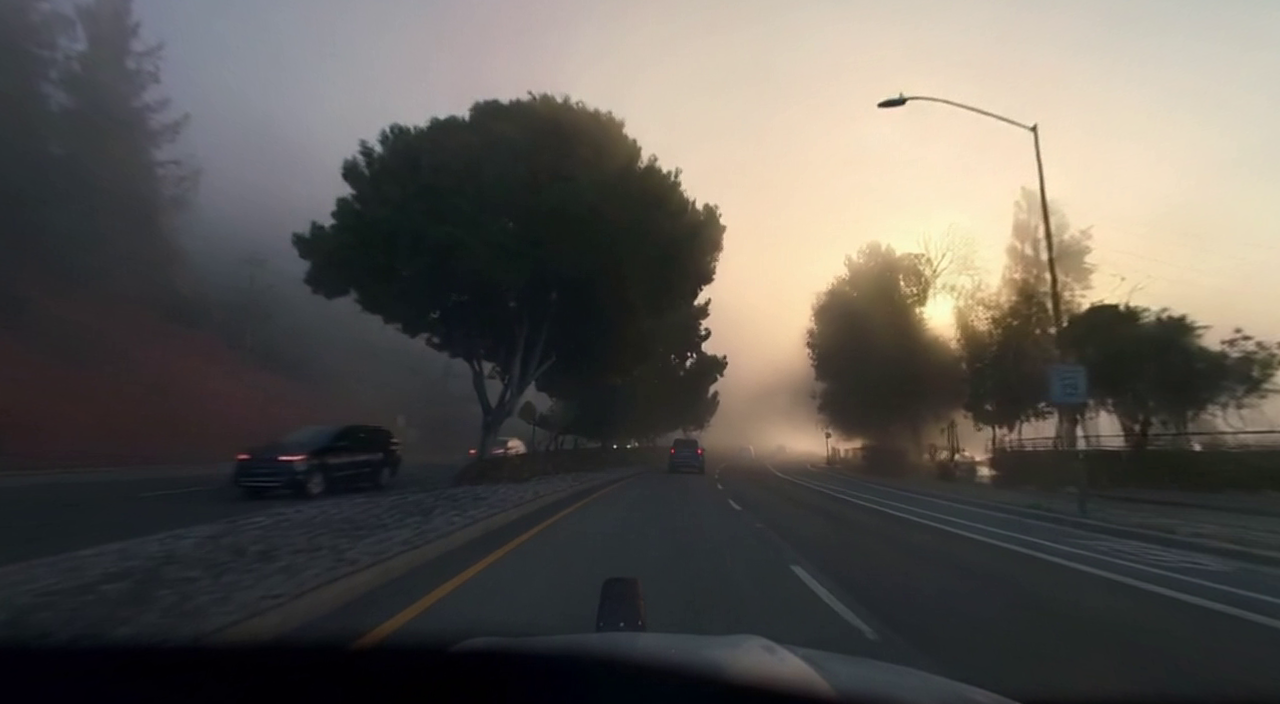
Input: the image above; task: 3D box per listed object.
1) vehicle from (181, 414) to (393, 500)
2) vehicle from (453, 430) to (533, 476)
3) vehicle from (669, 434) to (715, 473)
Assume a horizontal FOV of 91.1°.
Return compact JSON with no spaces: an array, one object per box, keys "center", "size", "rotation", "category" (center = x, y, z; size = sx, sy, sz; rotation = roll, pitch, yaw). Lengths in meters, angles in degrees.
[{"center":[-8.619,2.634,16.061],"size":[2.331,1.838,4.865],"rotation":[-1,-8,4],"category":"vehicle"},{"center":[-6.489,4.532,28.392],"size":[1.975,1.853,4.600],"rotation":[-1,-9,8],"category":"vehicle"},{"center":[2.924,5.526,34.410],"size":[2.072,2.002,4.391],"rotation":[-1,-9,10],"category":"vehicle"}]
